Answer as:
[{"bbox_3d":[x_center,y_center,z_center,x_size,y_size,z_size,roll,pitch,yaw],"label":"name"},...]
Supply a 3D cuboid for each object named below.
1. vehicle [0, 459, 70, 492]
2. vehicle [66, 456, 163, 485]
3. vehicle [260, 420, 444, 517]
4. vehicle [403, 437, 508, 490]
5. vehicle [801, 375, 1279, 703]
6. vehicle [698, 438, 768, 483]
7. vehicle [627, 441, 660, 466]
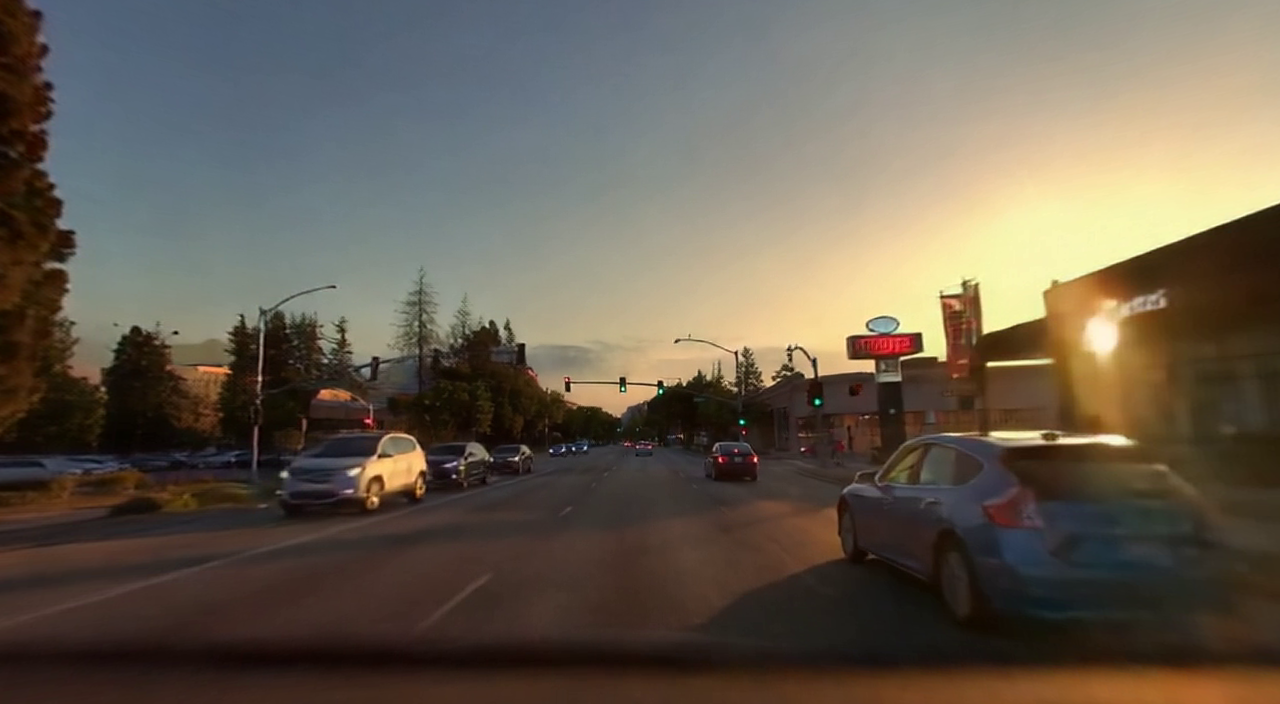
[{"bbox_3d":[-31.092,6.034,30.877,4.311,1.476,2.004,4,-9,-26],"label":"vehicle"},{"bbox_3d":[-30.848,6.919,37.217,3.950,1.536,1.932,4,-9,-27],"label":"vehicle"},{"bbox_3d":[-6.287,2.595,14.584,2.136,1.837,4.669,0,-8,-2],"label":"vehicle"},{"bbox_3d":[-6.192,3.802,21.910,2.176,1.591,4.778,0,-8,0],"label":"vehicle"},{"bbox_3d":[3.128,1.256,5.410,2.174,1.596,4.779,0,-8,-1],"label":"vehicle"},{"bbox_3d":[3.283,3.940,23.174,1.842,1.480,4.155,0,-8,-1],"label":"vehicle"},{"bbox_3d":[0.201,6.432,40.153,2.008,1.464,4.052,0,-8,0],"label":"vehicle"}]
